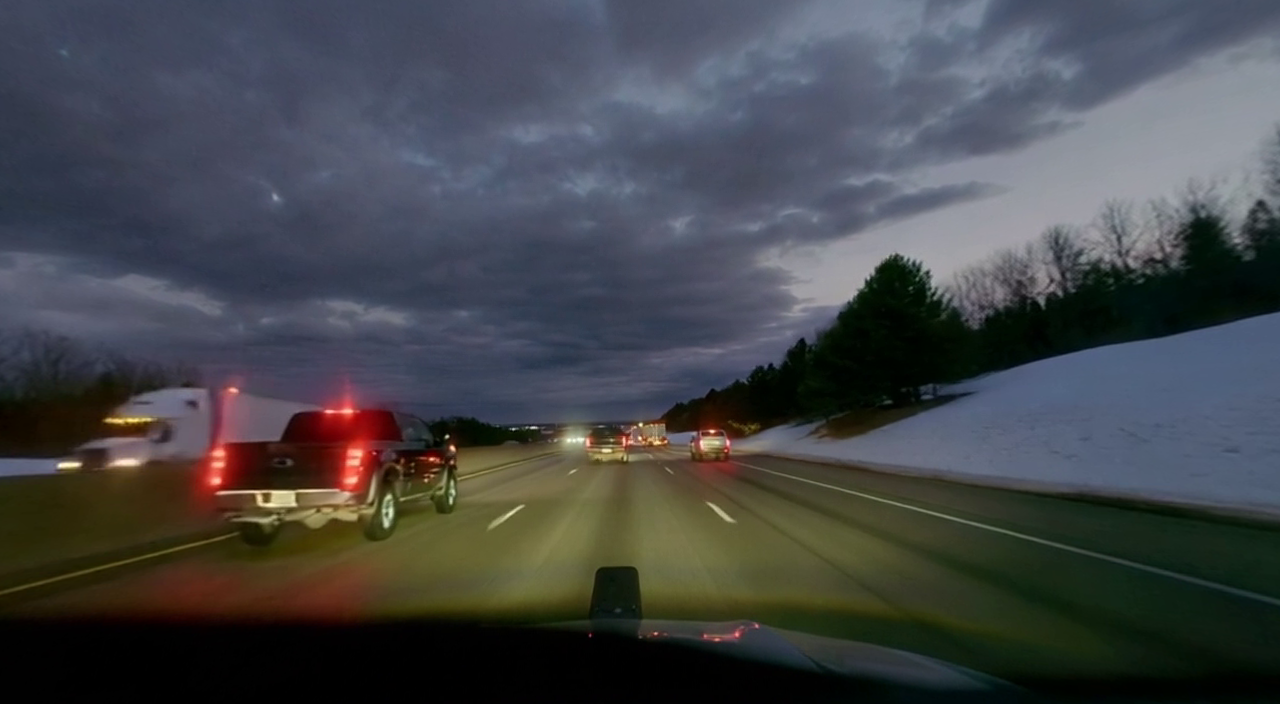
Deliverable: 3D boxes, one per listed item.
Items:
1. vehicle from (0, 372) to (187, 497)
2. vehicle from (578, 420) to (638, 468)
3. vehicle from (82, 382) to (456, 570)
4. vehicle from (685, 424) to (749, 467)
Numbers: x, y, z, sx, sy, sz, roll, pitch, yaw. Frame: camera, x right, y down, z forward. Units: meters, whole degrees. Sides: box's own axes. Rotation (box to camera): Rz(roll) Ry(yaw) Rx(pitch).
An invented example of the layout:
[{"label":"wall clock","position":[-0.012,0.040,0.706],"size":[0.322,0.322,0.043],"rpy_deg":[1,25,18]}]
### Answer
[{"label":"vehicle","position":[-19.685,2.926,22.453],"size":[2.935,3.893,5.232],"rpy_deg":[1,-8,-1]},{"label":"vehicle","position":[-1.194,3.695,25.468],"size":[2.185,1.772,4.656],"rpy_deg":[0,-8,0]},{"label":"vehicle","position":[-3.974,1.404,7.899],"size":[1.997,1.663,4.451],"rpy_deg":[0,-8,0]},{"label":"vehicle","position":[3.284,4.071,27.602],"size":[2.124,1.696,4.173],"rpy_deg":[0,-8,-2]}]
